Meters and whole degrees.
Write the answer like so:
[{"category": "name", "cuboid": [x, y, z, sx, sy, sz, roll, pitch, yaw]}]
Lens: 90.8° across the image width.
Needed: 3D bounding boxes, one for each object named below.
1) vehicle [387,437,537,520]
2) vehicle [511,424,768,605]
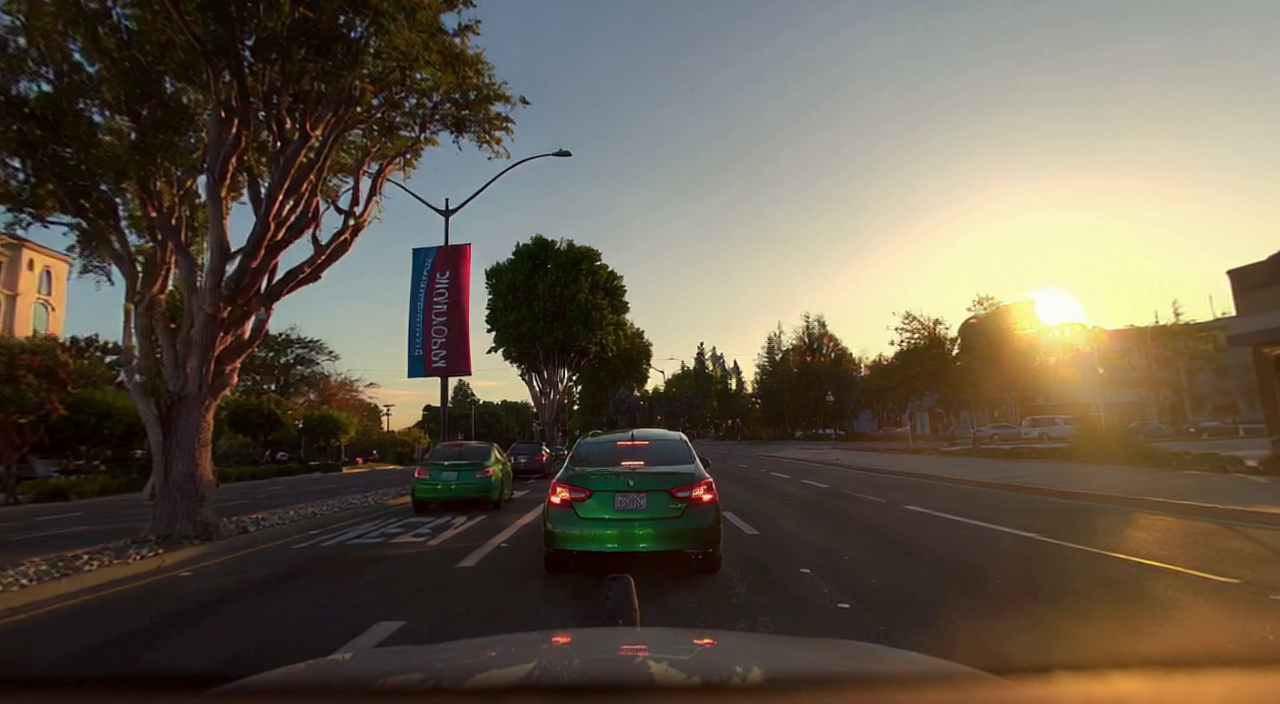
[{"category": "vehicle", "cuboid": [-3.488, 2.548, 13.308, 1.952, 1.431, 4.383, 0, -8, -1]}, {"category": "vehicle", "cuboid": [-0.059, 1.639, 7.293, 2.126, 1.475, 3.967, 0, -8, -2]}]
